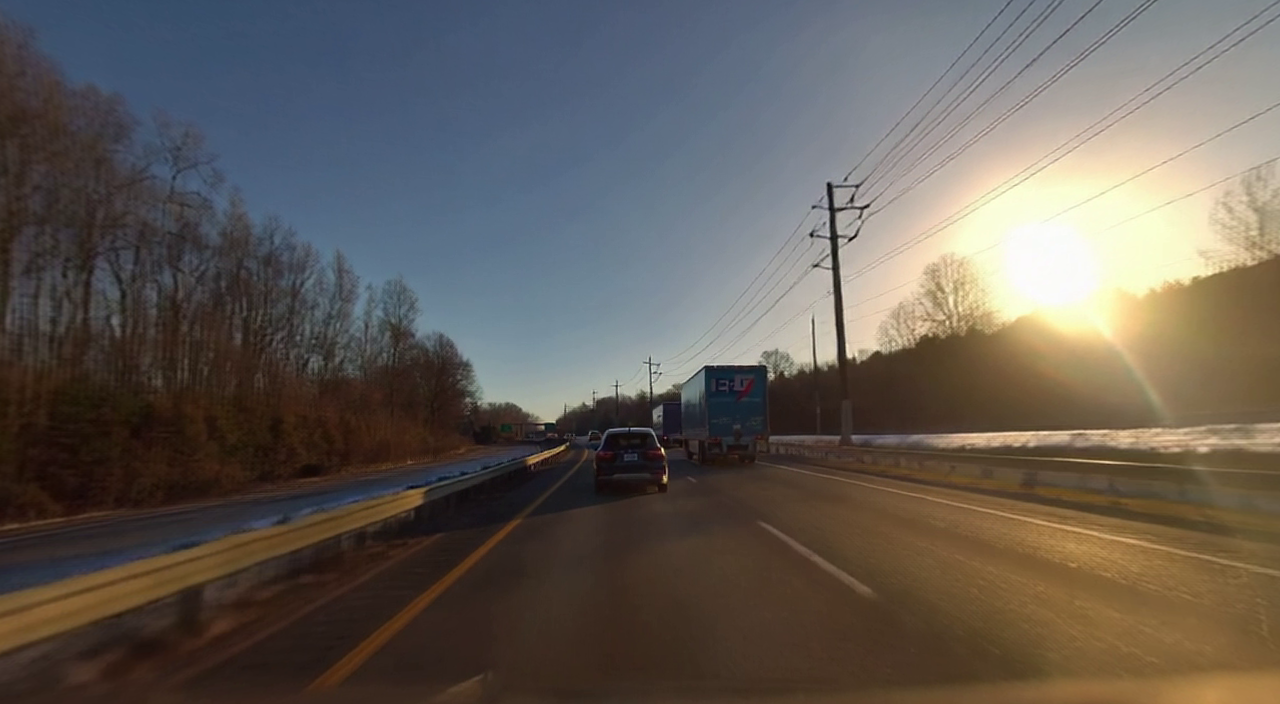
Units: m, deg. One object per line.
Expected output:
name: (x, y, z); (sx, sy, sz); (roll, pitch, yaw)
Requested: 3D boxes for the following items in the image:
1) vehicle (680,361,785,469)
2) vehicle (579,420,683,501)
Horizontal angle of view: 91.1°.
vehicle: (3.628, 2.865, 27.200); (2.835, 3.872, 8.916); (0, -8, -2)
vehicle: (-0.230, 2.421, 14.439); (2.062, 1.581, 3.914); (0, -8, -2)
